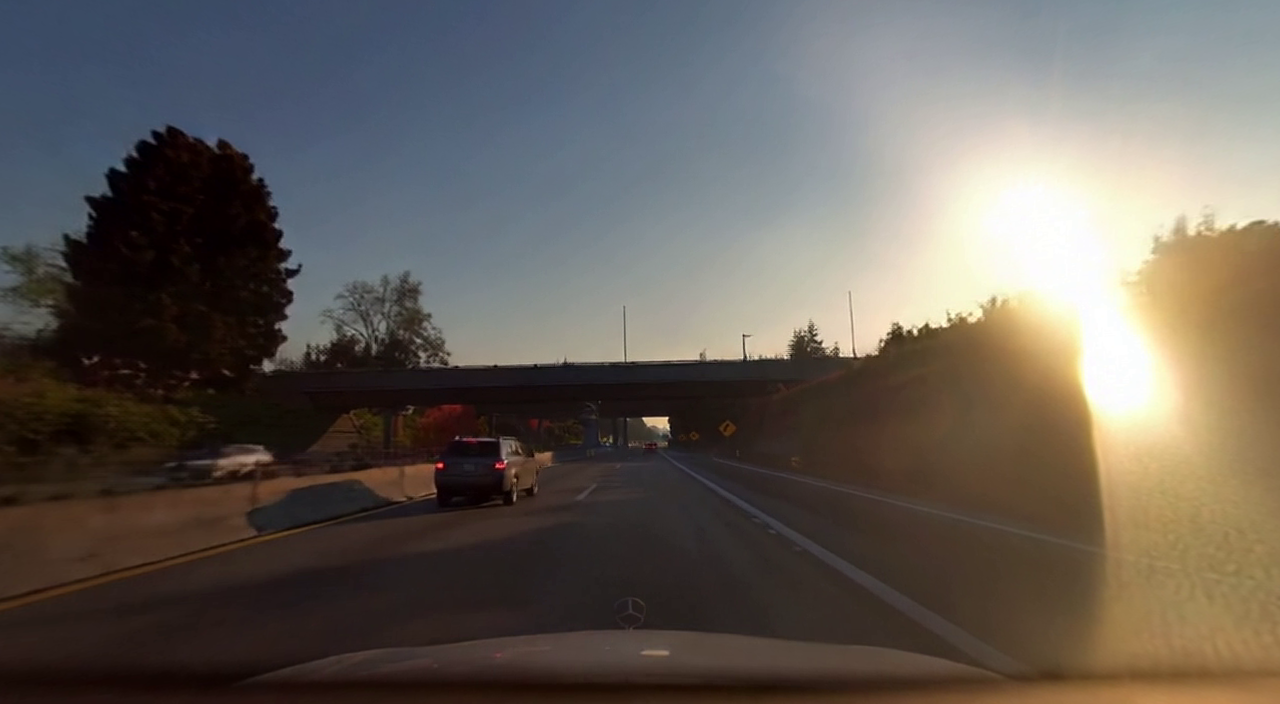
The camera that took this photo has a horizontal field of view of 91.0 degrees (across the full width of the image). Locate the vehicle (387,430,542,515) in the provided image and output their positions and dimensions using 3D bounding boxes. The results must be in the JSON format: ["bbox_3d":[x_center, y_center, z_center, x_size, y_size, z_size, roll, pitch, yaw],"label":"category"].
[{"bbox_3d":[-3.537,2.509,13.658,2.051,1.531,4.250,0,-8,1],"label":"vehicle"}]
